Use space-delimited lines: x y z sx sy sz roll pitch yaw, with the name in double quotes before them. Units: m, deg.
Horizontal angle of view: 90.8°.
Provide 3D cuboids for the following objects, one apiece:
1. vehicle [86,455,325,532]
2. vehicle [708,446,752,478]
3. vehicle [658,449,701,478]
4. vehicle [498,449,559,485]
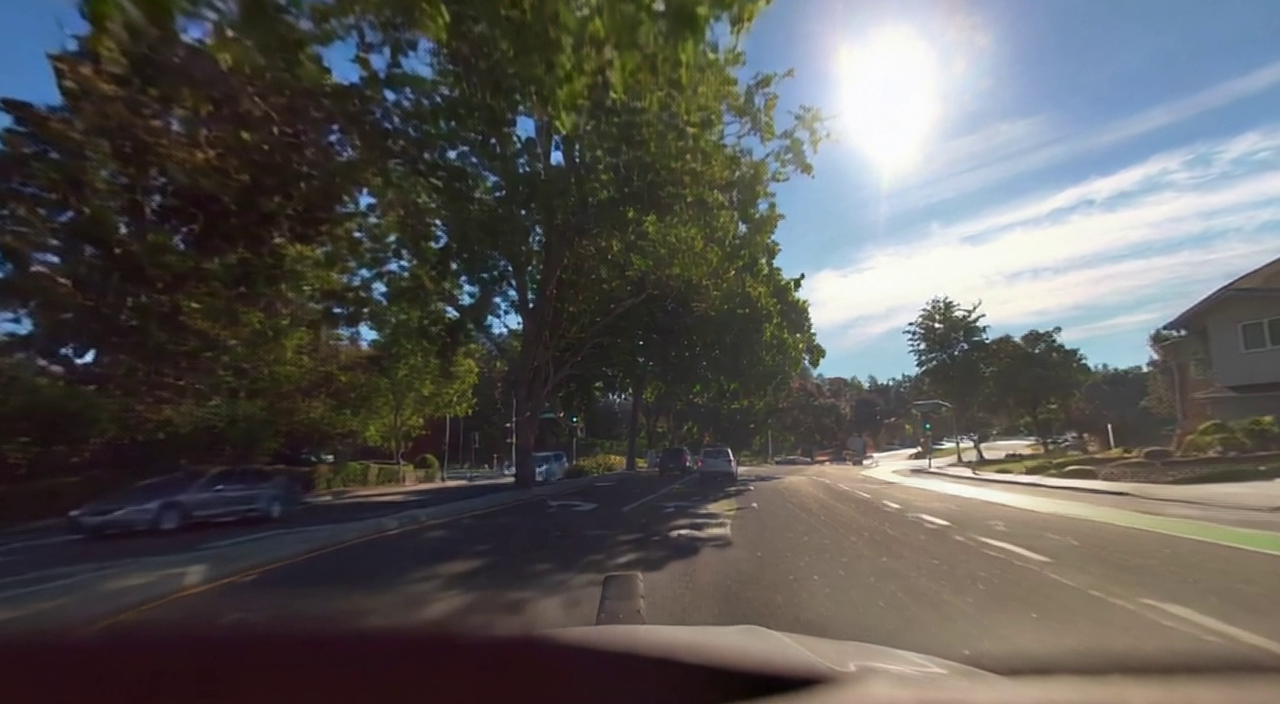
"vehicle" -10.068 3.266 15.288 1.947 1.486 4.862 -1 -9 7
"vehicle" 5.201 6.234 36.201 2.286 1.701 4.395 -2 -9 9
"vehicle" 2.229 6.092 34.812 1.923 1.498 3.887 -2 -9 10
"vehicle" -5.651 5.868 32.601 2.029 1.667 4.504 -1 -9 4
